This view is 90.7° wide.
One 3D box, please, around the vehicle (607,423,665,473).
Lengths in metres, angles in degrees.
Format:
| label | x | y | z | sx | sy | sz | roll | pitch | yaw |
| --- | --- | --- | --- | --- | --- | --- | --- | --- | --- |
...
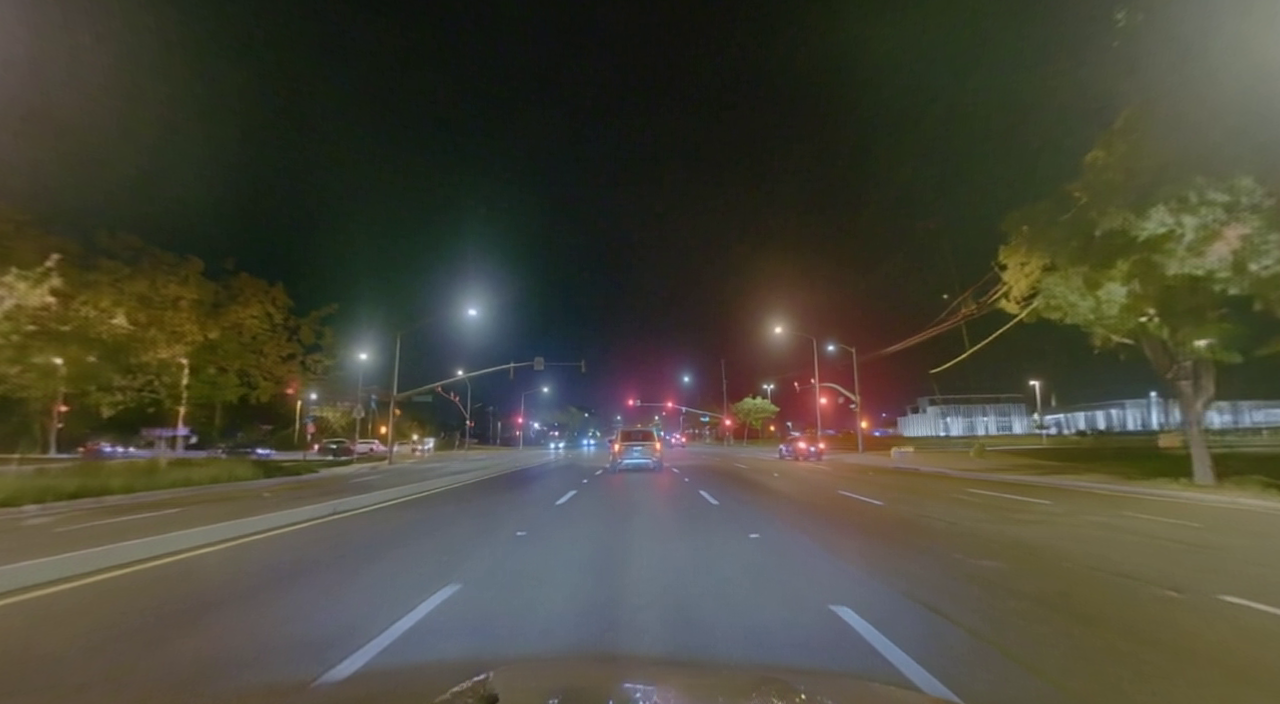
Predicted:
| label | x | y | z | sx | sy | sz | roll | pitch | yaw |
| --- | --- | --- | --- | --- | --- | --- | --- | --- | --- |
| vehicle | -0.203 | 4.090 | 26.994 | 2.267 | 1.926 | 4.708 | 0 | -9 | -1 |
